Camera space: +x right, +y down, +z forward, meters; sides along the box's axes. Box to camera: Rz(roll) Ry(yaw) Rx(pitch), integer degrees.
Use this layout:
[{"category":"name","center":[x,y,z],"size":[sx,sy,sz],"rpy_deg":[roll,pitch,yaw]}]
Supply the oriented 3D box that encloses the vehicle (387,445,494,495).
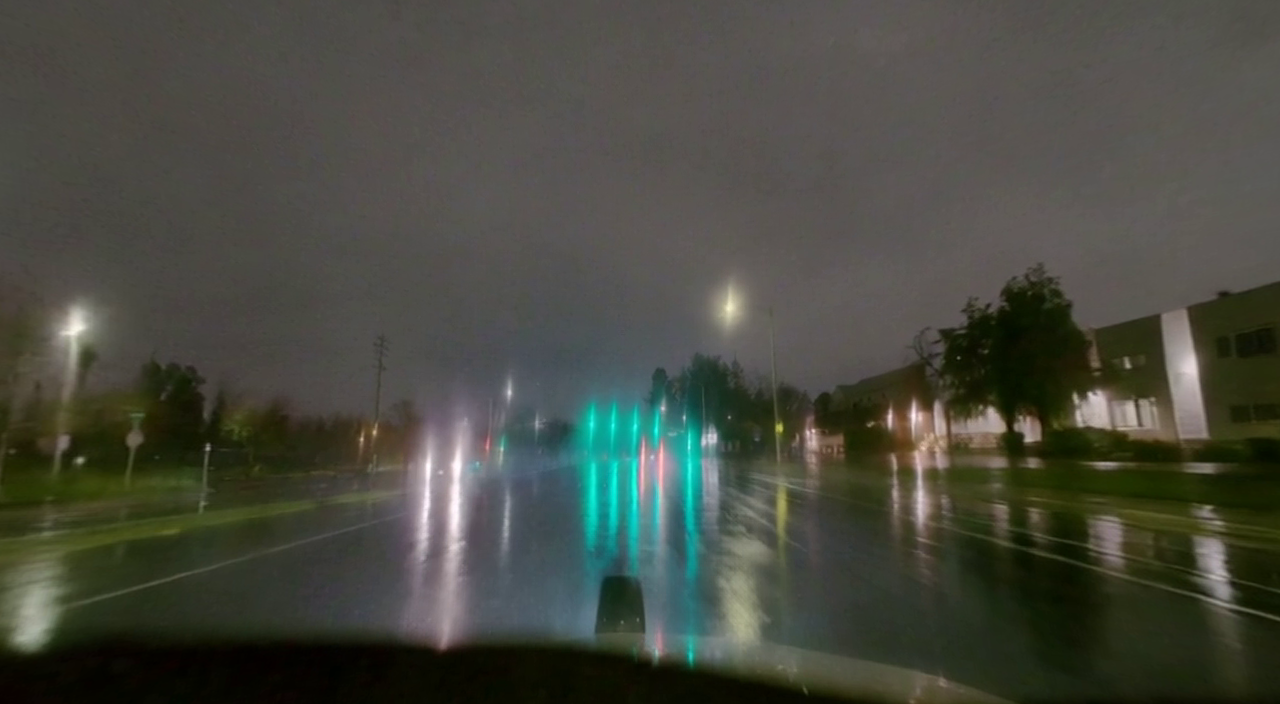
[{"category":"vehicle","center":[-6.483,3.875,21.047],"size":[2.014,1.472,4.357],"rpy_deg":[0,-9,2]}]

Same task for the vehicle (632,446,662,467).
[{"category":"vehicle","center":[0.511,7.666,46.356],"size":[2.106,1.517,4.375],"rpy_deg":[0,-9,0]}]
